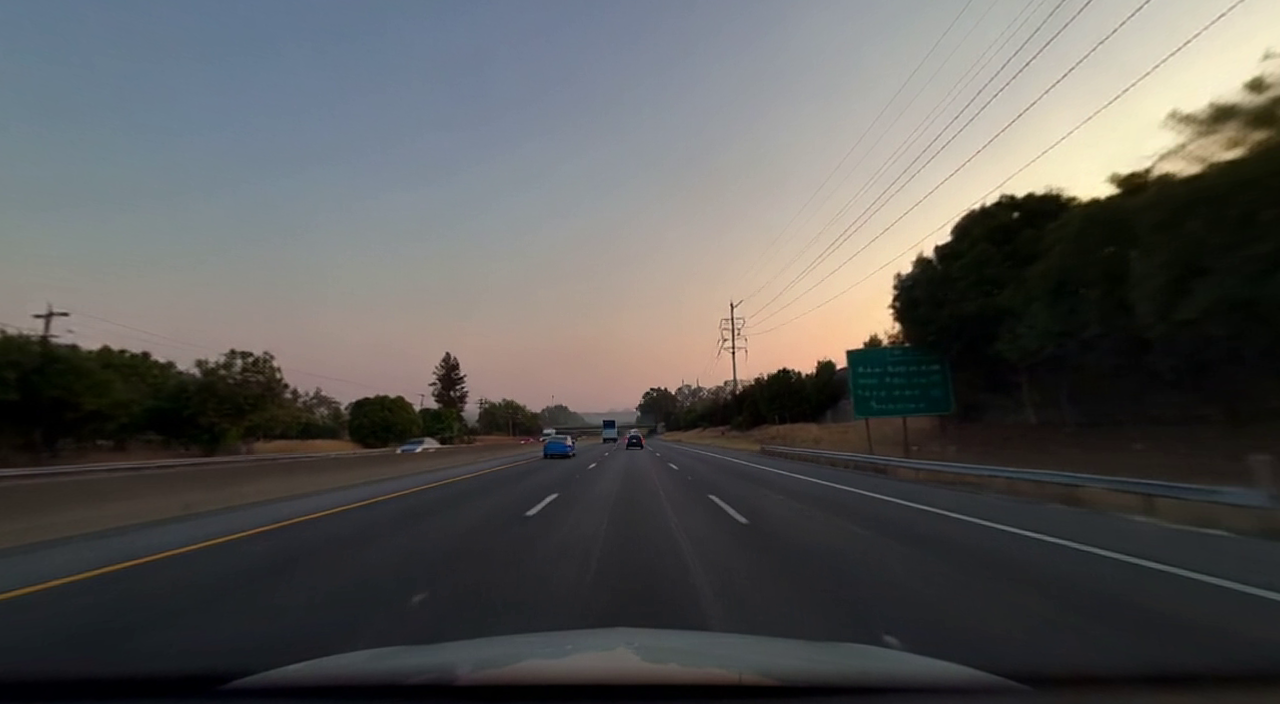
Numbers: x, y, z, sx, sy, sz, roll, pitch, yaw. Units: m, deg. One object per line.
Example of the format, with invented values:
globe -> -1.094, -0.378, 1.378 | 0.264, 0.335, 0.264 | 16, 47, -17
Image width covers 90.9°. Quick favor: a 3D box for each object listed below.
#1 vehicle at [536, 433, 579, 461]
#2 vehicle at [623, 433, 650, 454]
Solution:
vehicle -> -4.683, 5.441, 36.365 | 1.911, 1.477, 3.807 | 0, -8, 0
vehicle -> -0.272, 6.730, 46.375 | 1.890, 1.472, 3.716 | 0, -8, -1
